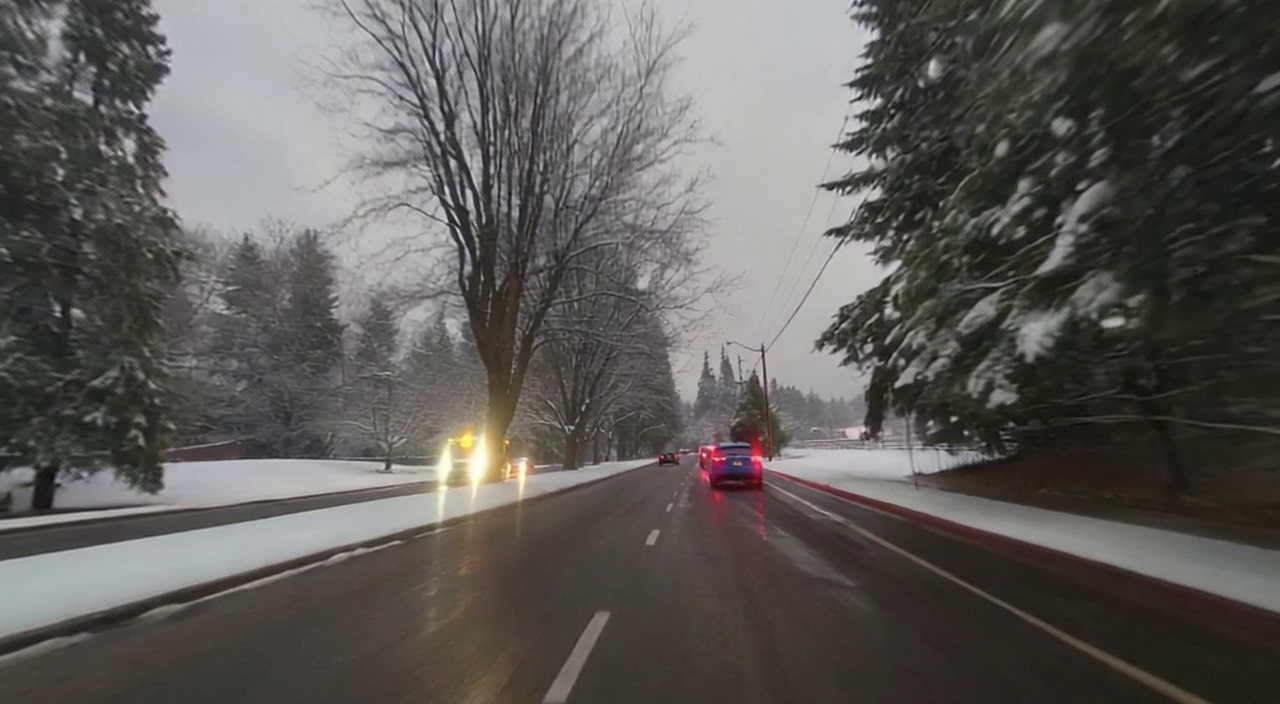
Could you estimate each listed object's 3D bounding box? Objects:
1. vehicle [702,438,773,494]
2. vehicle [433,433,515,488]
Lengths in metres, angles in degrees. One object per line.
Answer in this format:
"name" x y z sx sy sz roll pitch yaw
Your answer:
"vehicle" 3.143 3.753 21.150 2.052 1.639 4.123 -1 -8 5
"vehicle" -9.700 6.356 37.444 2.661 2.737 6.092 -6 -9 5
